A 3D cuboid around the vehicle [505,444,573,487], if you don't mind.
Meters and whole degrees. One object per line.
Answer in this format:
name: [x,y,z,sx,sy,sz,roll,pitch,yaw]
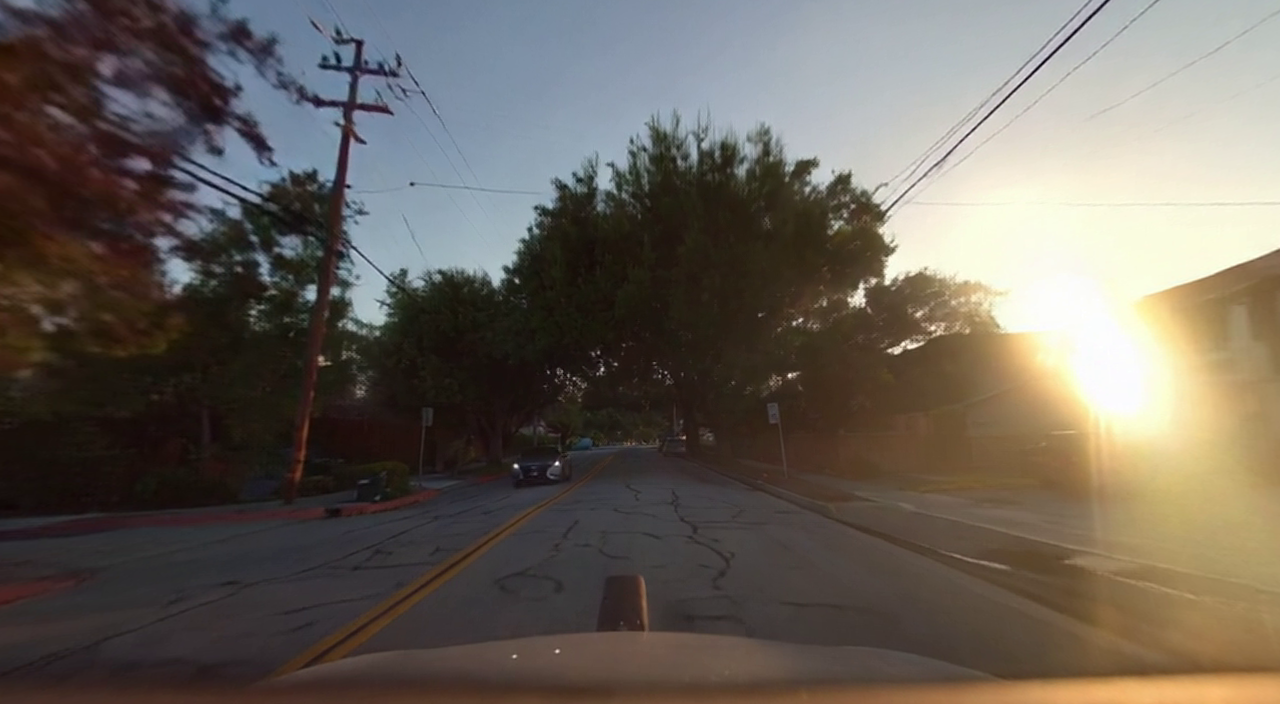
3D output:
vehicle: [-3.765,4.293,24.229,1.959,1.473,4.115,0,-8,0]
